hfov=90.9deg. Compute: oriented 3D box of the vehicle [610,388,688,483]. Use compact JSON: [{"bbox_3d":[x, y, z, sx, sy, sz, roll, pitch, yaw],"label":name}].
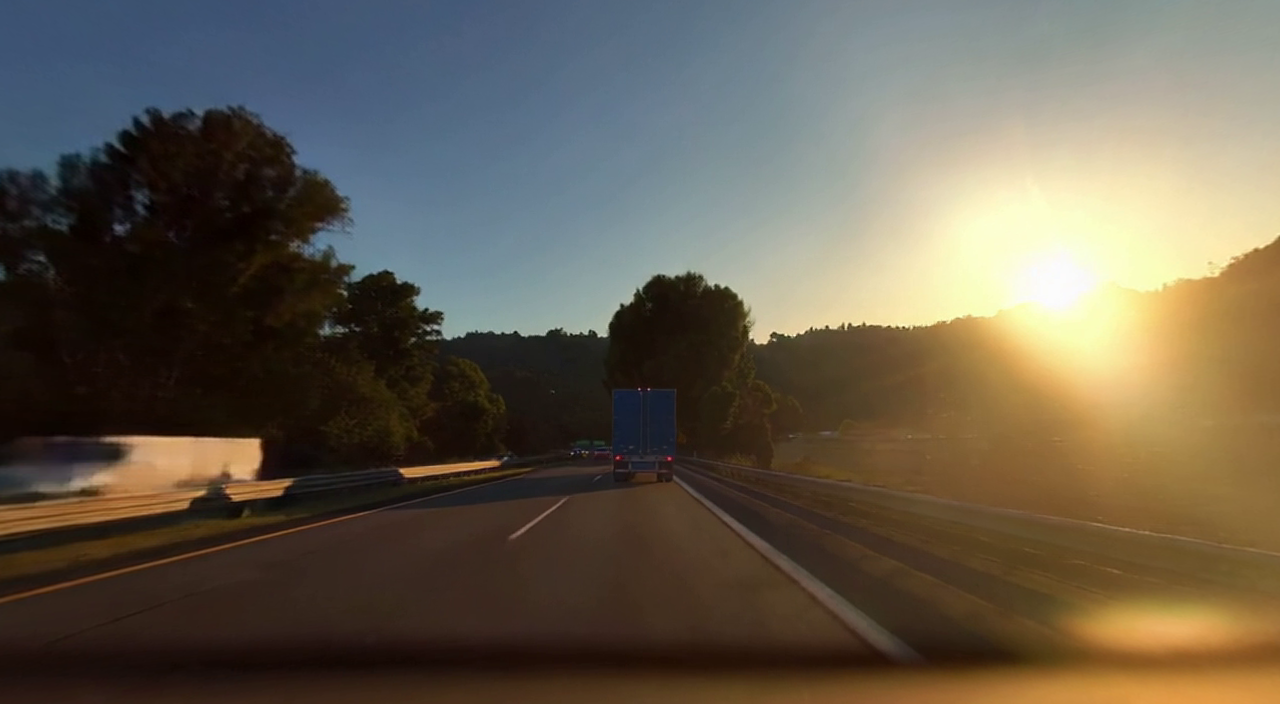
[{"bbox_3d":[0.205,3.791,27.962,2.913,3.530,8.648,0,-9,-2],"label":"vehicle"}]
